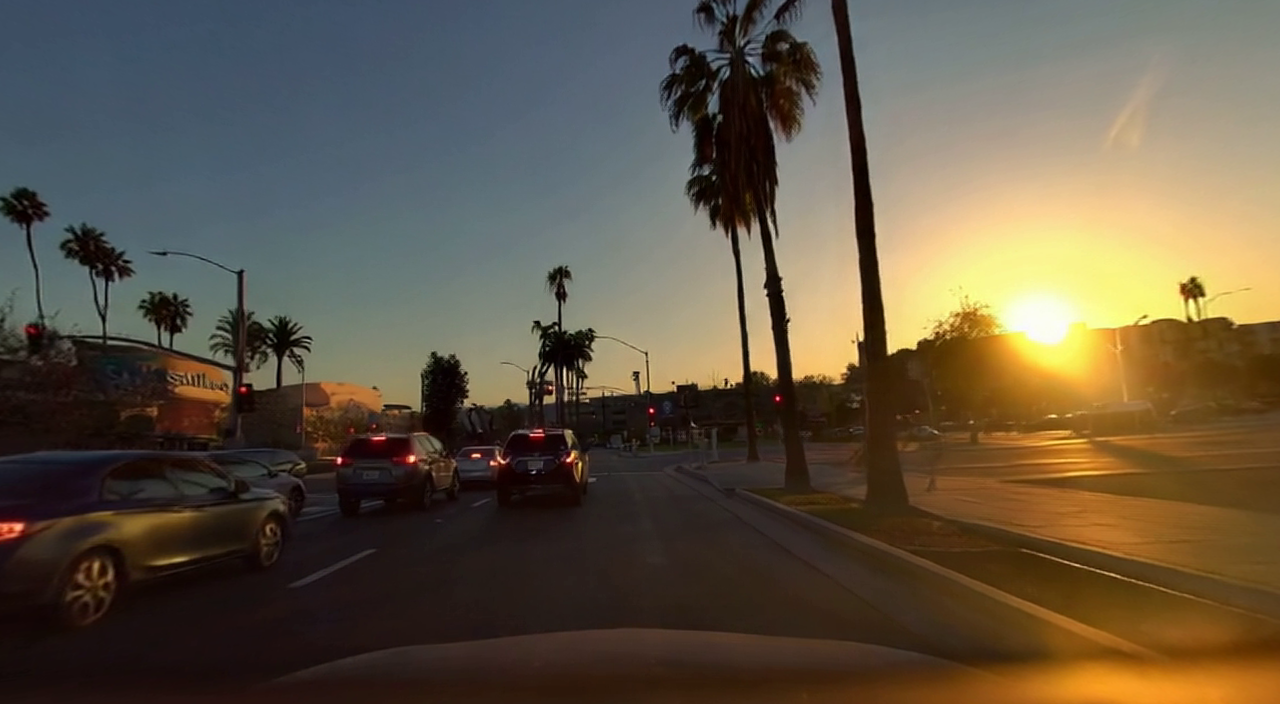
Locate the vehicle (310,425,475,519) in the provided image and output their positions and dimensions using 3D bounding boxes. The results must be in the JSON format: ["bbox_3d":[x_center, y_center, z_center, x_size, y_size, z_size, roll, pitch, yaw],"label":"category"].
[{"bbox_3d":[-5.622,2.783,15.174,2.025,1.862,4.804,0,-9,0],"label":"vehicle"}]

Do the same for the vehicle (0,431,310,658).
[{"bbox_3d":[-5.453,1.627,6.246,1.885,1.567,4.775,0,-9,-1],"label":"vehicle"}]

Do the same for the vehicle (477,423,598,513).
[{"bbox_3d":[-2.193,2.650,14.838,2.153,1.759,4.320,0,-9,-1],"label":"vehicle"}]
